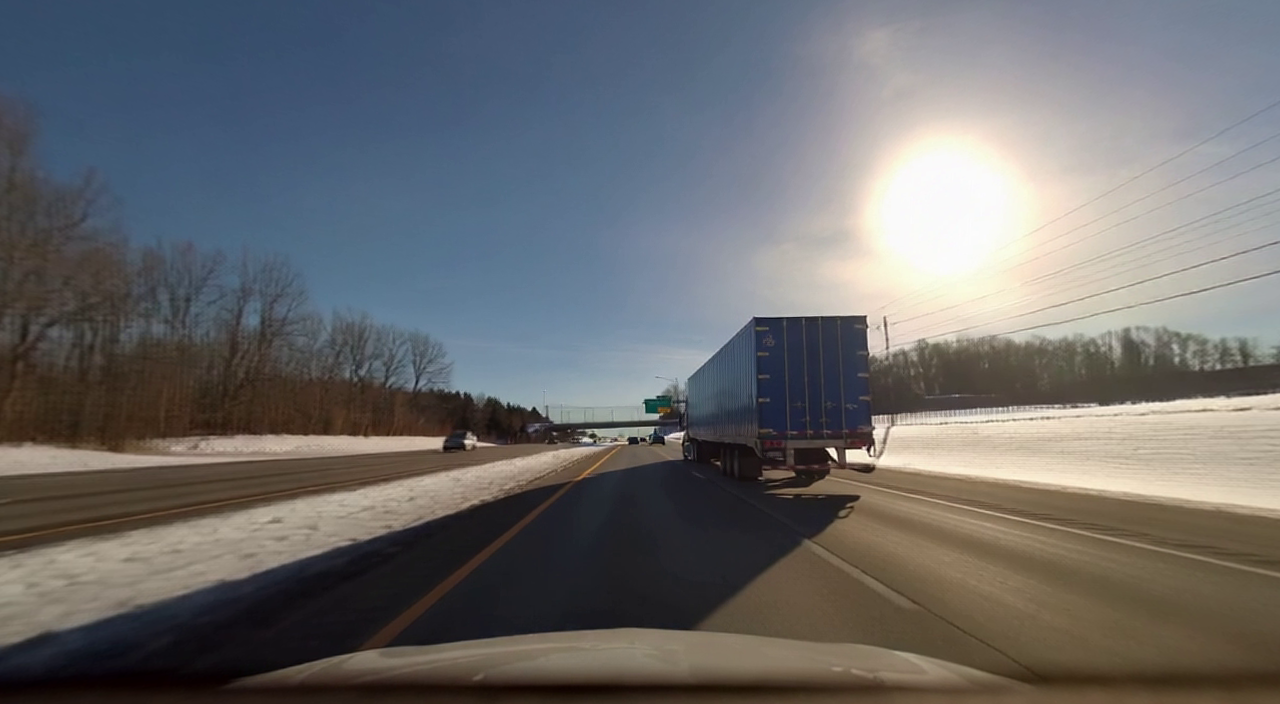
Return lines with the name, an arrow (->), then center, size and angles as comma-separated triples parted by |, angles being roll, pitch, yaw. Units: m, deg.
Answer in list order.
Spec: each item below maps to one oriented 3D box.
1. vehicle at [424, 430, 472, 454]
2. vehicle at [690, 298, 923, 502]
vehicle -> -13.152, 6.171, 43.263 | 1.932, 1.537, 4.480 | 0, -8, -1
vehicle -> 4.116, 2.107, 21.683 | 3.203, 4.273, 17.131 | 0, -8, -1
